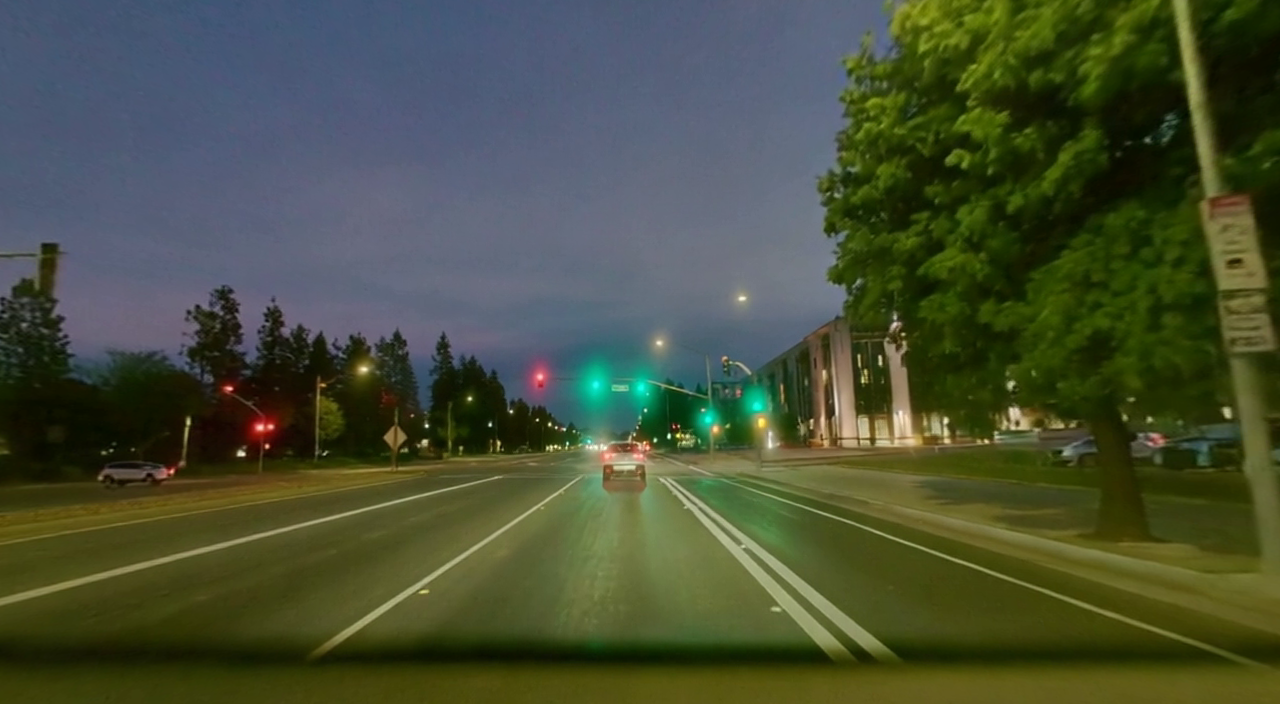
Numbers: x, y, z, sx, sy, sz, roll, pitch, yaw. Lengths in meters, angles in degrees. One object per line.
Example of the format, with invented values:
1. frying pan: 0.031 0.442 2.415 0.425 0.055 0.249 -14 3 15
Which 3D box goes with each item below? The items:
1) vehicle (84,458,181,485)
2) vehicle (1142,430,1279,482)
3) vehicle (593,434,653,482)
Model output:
1. vehicle: -35.005 8.261 43.674 4.884 1.736 2.049 0 -8 -1
2. vehicle: 17.098 2.980 18.227 3.720 1.414 1.719 0 -8 -2
3. vehicle: -0.636 4.084 24.626 2.130 1.711 4.038 0 -8 -1
